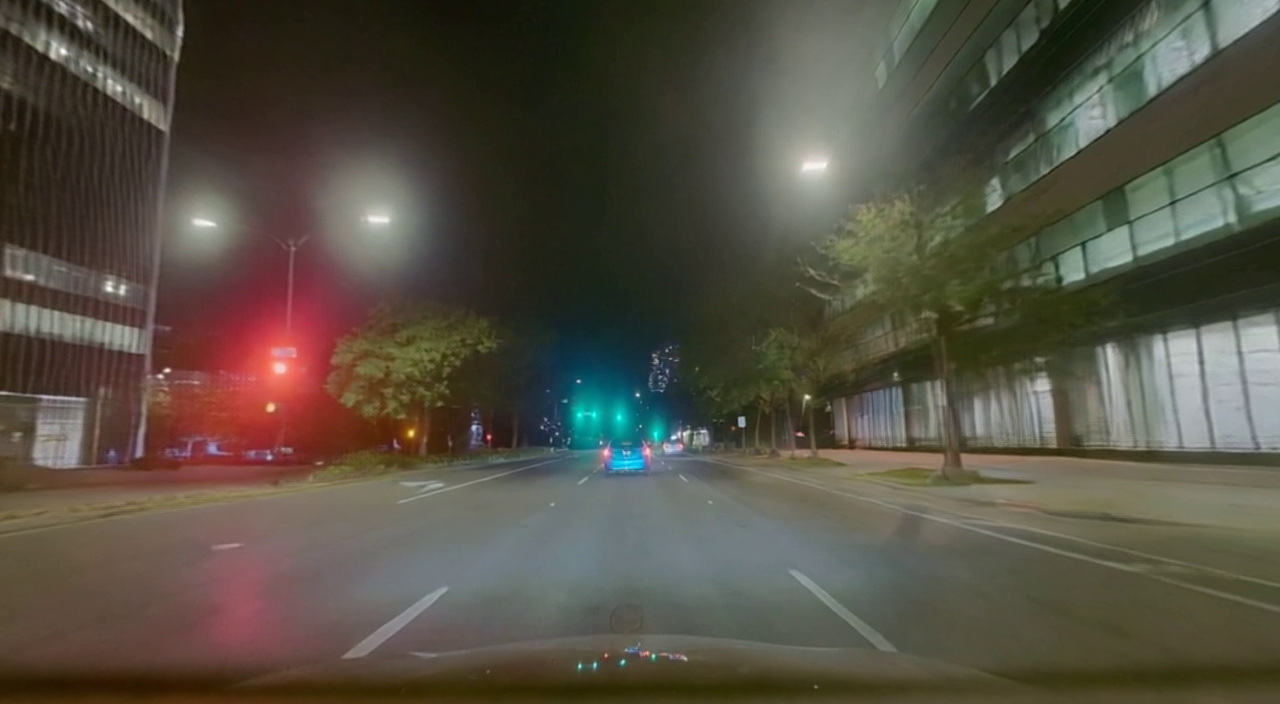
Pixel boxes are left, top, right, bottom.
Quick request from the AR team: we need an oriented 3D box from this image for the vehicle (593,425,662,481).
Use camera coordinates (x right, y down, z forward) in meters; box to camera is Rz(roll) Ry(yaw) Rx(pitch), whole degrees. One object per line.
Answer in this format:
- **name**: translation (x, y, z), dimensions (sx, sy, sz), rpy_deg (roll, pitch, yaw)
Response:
- **vehicle**: translation (-0.444, 3.725, 23.556), dimensions (2.313, 1.860, 4.319), rpy_deg (0, -9, -1)
